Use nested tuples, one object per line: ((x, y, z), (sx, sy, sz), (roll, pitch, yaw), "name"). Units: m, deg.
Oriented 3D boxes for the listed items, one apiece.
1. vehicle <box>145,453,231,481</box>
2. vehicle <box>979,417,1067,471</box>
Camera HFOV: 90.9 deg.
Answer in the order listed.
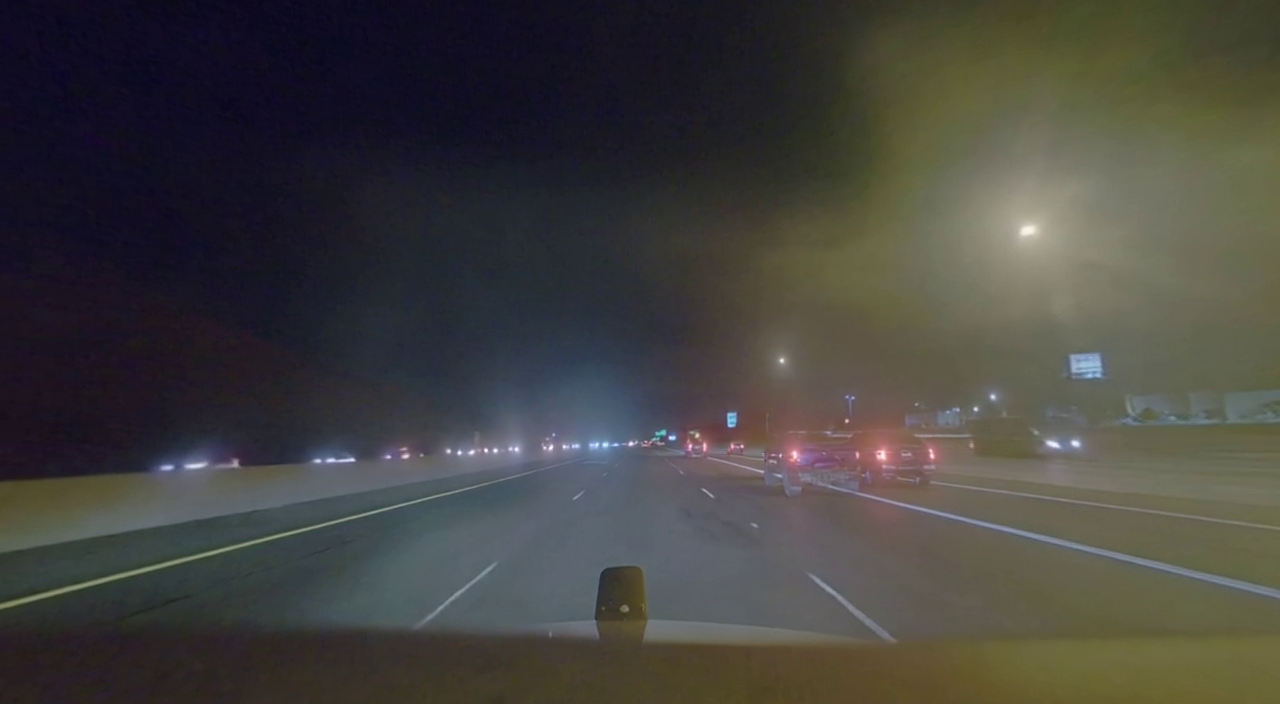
((-27.991, 7.117, 39.271), (2.077, 1.564, 4.392), (0, -8, 0), "vehicle")
((20.262, 4.905, 33.611), (2.233, 2.695, 3.871), (-1, -8, 2), "vehicle")
